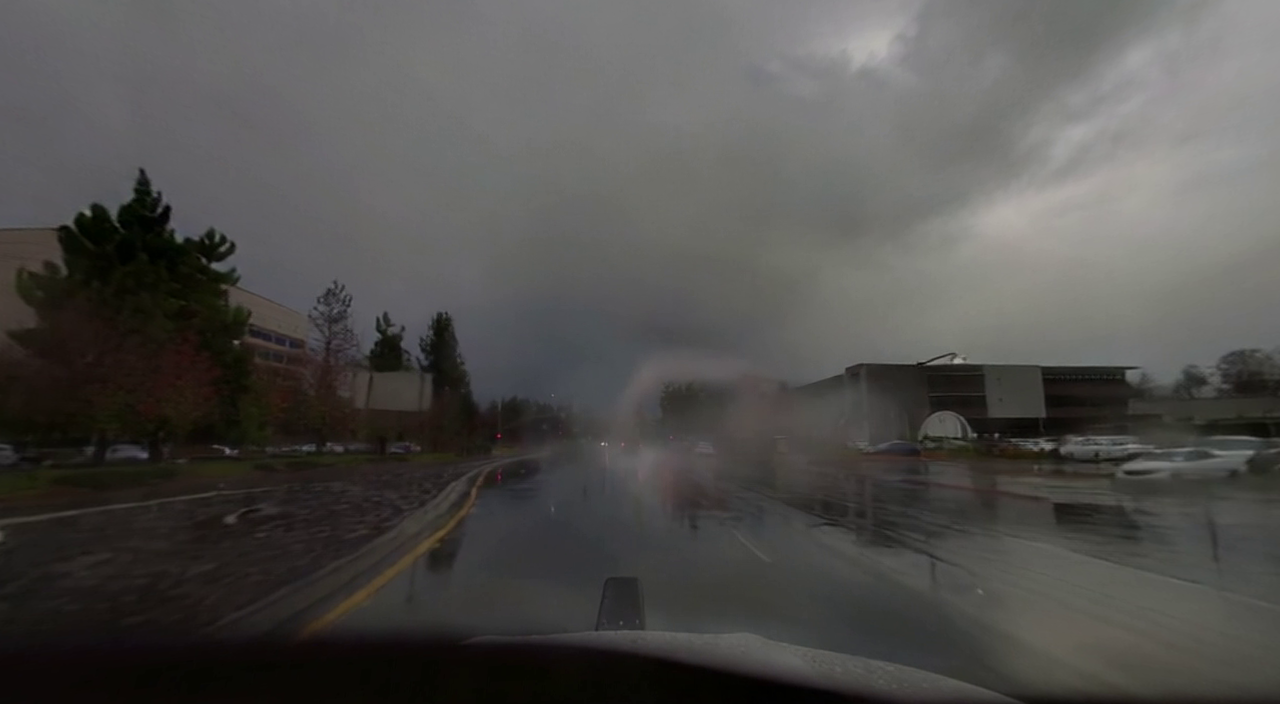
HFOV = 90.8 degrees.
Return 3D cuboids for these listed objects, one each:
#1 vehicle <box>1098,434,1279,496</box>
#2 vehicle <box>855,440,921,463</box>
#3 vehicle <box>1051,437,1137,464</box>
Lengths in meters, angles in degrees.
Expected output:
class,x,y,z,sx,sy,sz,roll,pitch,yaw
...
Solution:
class,x,y,z,sx,sy,sz,roll,pitch,yaw
vehicle,16.661,3.290,18.882,1.966,1.583,4.568,2,-8,-11
vehicle,17.580,7.061,44.870,3.923,1.575,1.882,2,-10,-13
vehicle,30.741,6.649,42.830,4.454,1.778,2.070,2,-8,-10
